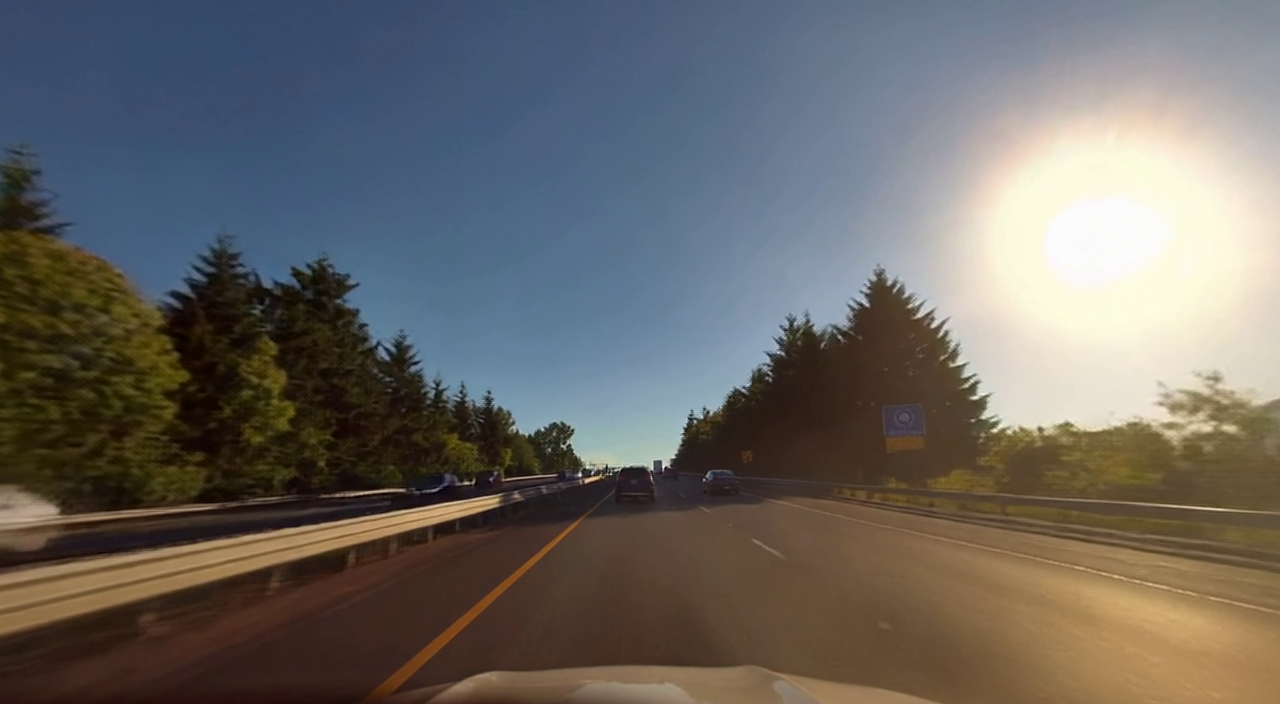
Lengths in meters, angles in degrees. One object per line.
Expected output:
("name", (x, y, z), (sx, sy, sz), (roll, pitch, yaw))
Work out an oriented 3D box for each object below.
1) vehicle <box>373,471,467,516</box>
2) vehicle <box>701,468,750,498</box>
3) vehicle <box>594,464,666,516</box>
("vehicle", (-8.041, 5.213, 23.515), (1.843, 1.448, 4.542), (1, -10, 0))
("vehicle", (4.520, 6.947, 33.710), (1.974, 1.476, 4.119), (1, -10, -1))
("vehicle", (-0.287, 4.323, 20.057), (2.060, 1.473, 3.726), (1, -10, 0))
